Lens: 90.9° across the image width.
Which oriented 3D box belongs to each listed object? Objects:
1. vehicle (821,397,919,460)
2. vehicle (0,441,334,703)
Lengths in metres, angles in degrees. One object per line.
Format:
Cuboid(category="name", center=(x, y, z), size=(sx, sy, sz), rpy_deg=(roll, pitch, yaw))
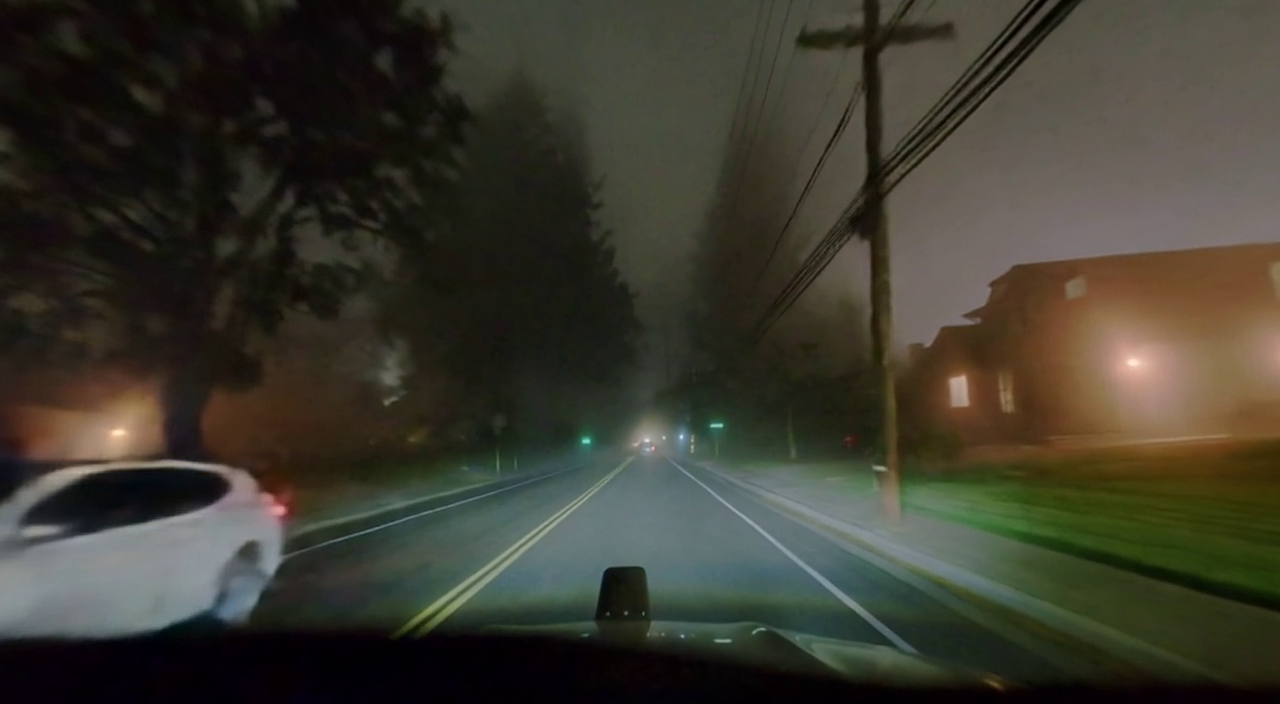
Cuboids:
Cuboid(category="vehicle", center=(7.806, 2.735, 21.907), size=(1.878, 1.743, 4.556), rpy_deg=(-7, -9, 4))
Cuboid(category="vehicle", center=(-3.894, 1.288, 3.614), size=(2.028, 1.488, 4.392), rpy_deg=(-1, -9, 1))
